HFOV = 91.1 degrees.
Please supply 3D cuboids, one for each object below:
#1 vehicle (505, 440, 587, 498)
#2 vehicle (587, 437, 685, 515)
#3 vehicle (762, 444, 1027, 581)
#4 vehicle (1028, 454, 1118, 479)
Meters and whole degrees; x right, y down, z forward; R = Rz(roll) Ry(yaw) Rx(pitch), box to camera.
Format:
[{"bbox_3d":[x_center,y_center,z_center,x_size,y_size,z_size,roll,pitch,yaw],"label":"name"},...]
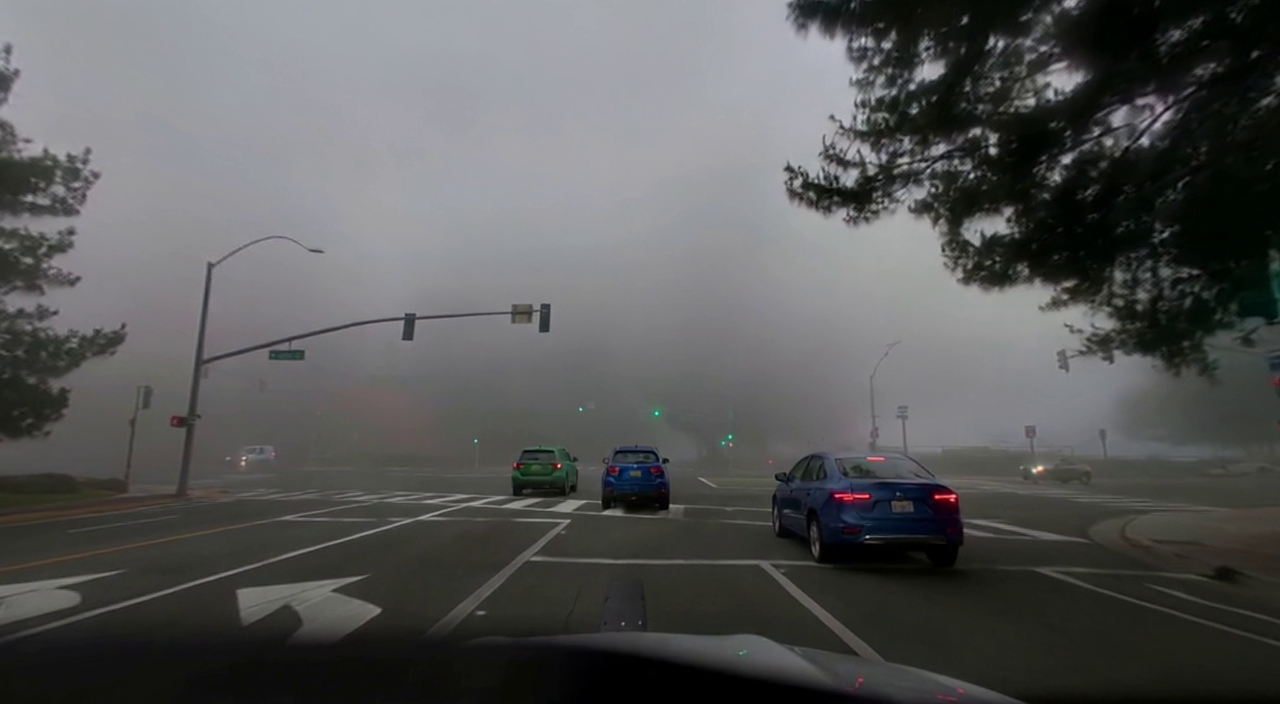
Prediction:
[{"bbox_3d":[-2.885,3.689,20.234,1.987,1.633,4.005,0,-8,0],"label":"vehicle"},{"bbox_3d":[-0.060,3.007,15.794,2.108,1.654,4.235,0,-8,1],"label":"vehicle"},{"bbox_3d":[3.234,2.098,9.201,2.056,1.468,4.520,0,-8,1],"label":"vehicle"},{"bbox_3d":[30.353,8.048,44.157,4.705,1.631,2.053,-2,-9,16],"label":"vehicle"}]
